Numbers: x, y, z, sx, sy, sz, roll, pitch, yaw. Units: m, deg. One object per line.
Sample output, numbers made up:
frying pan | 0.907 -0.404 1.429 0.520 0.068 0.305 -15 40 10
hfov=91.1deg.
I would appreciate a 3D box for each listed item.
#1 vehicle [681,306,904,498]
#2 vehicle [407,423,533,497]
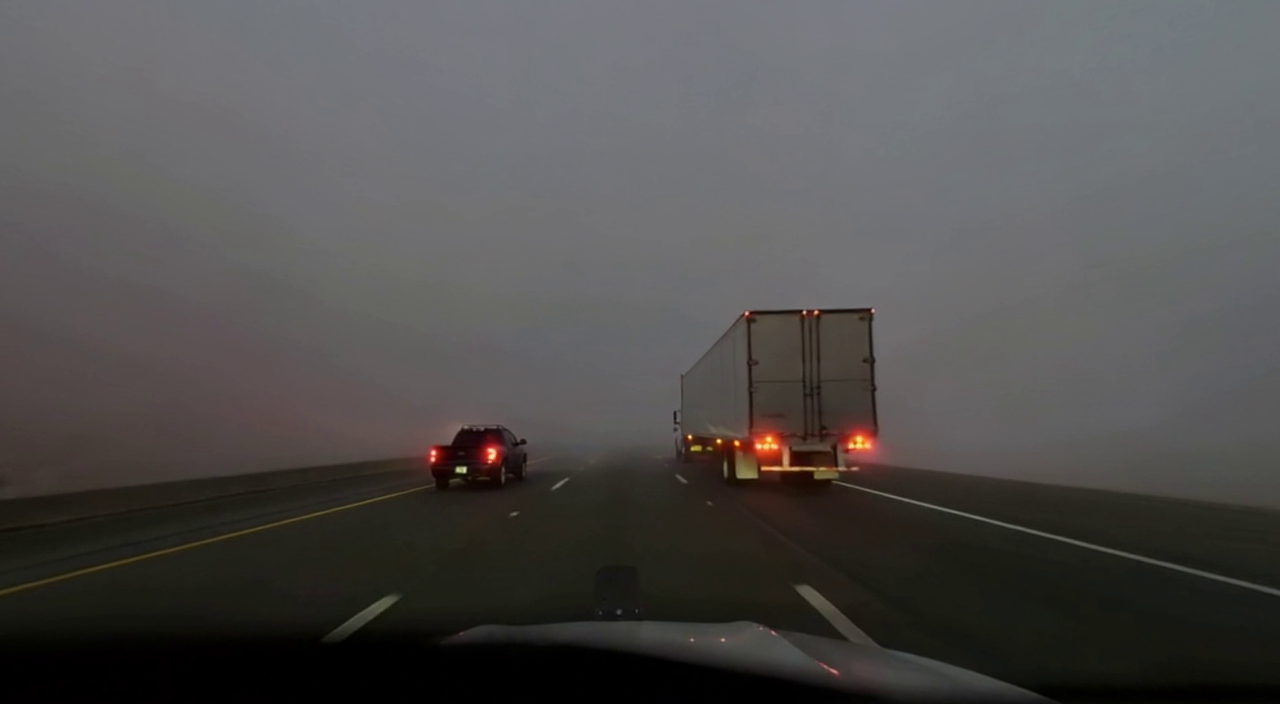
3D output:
vehicle | 3.844 2.255 22.422 3.144 4.168 17.594 0 -8 -2
vehicle | -4.107 2.666 15.988 2.044 1.604 4.144 0 -8 0
